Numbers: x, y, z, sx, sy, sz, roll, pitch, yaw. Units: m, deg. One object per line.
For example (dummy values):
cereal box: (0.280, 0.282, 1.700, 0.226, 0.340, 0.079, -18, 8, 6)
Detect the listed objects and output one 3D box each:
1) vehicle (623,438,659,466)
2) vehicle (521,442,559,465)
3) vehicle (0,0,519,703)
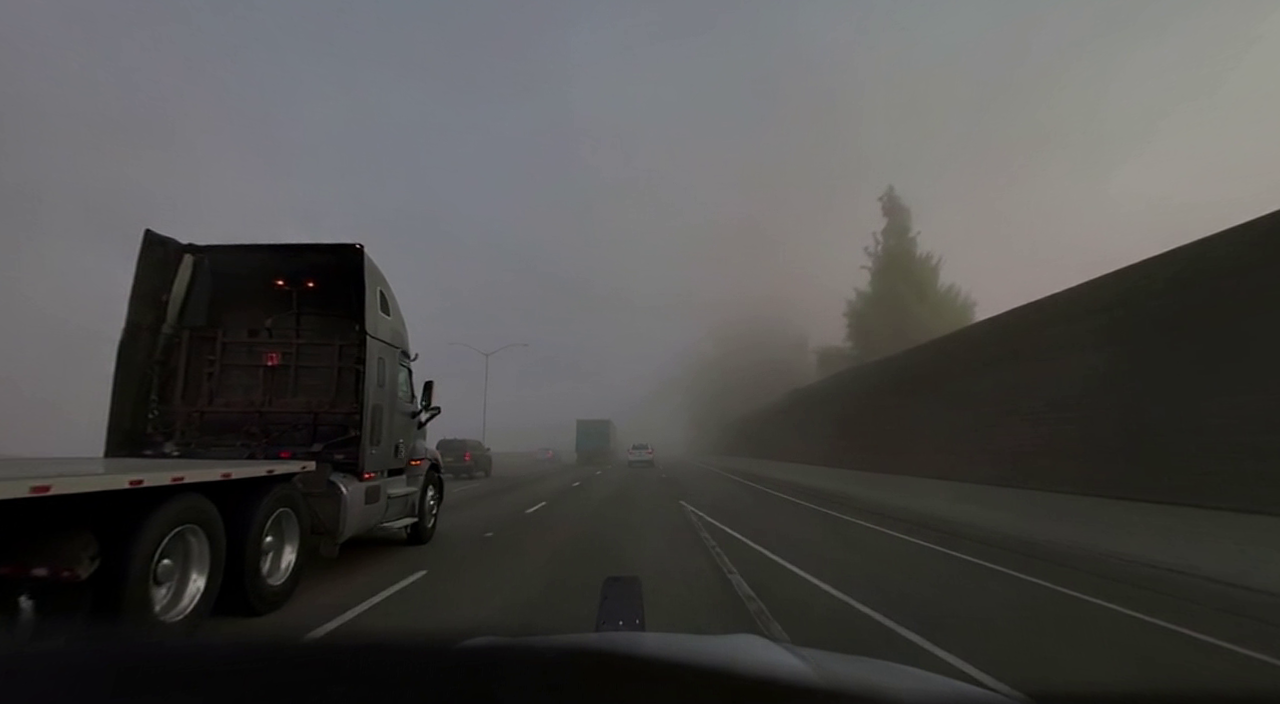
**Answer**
vehicle: (0.068, 6.376, 40.182, 2.178, 1.640, 4.071, 0, -8, 1)
vehicle: (-6.960, 7.106, 44.223, 1.962, 1.489, 4.002, 0, -8, 1)
vehicle: (-3.709, 0.605, 6.244, 3.025, 3.266, 9.256, 0, -8, 1)
